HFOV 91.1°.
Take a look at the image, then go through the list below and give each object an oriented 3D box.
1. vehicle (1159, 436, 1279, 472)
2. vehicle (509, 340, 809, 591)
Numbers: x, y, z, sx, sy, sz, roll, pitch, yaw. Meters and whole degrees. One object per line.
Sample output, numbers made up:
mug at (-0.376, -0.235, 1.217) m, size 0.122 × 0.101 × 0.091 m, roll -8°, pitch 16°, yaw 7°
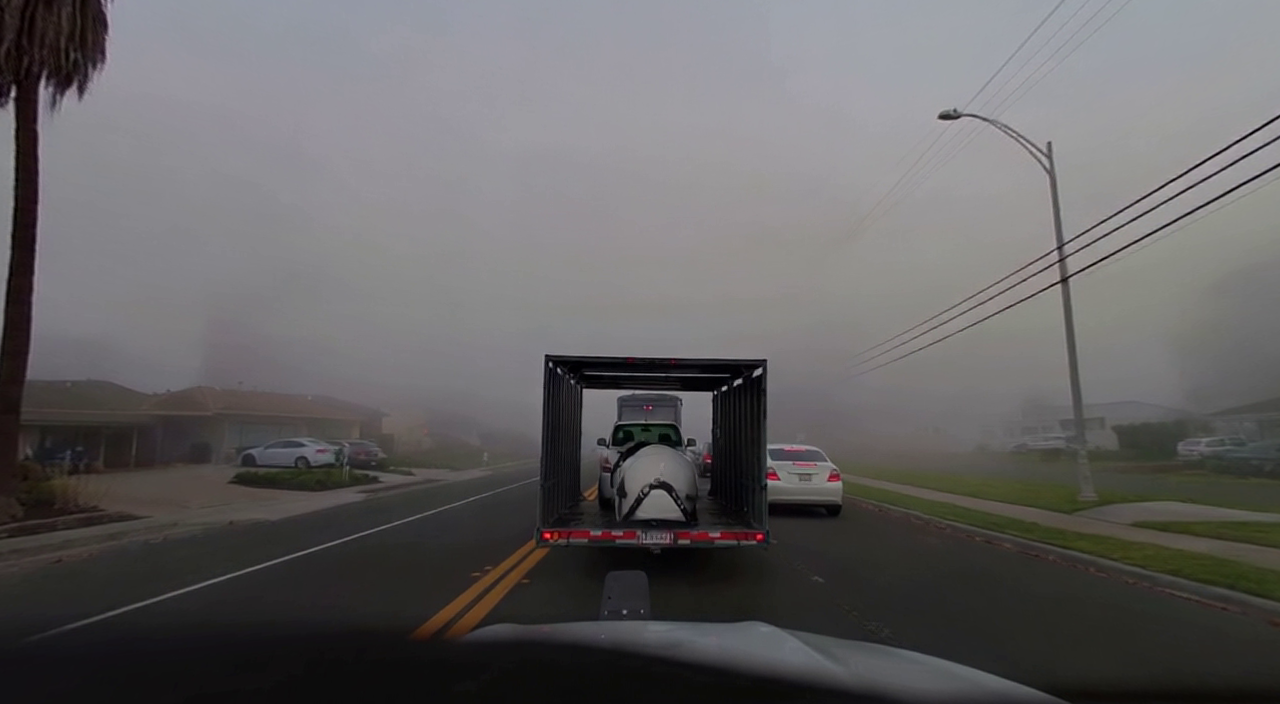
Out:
vehicle at (28.571, 5.000, 30.885) m, size 4.193 × 1.633 × 1.928 m, roll -4°, pitch -9°, yaw 26°
vehicle at (0.180, 1.512, 9.083) m, size 2.728 × 2.305 × 6.506 m, roll 0°, pitch -8°, yaw 0°
